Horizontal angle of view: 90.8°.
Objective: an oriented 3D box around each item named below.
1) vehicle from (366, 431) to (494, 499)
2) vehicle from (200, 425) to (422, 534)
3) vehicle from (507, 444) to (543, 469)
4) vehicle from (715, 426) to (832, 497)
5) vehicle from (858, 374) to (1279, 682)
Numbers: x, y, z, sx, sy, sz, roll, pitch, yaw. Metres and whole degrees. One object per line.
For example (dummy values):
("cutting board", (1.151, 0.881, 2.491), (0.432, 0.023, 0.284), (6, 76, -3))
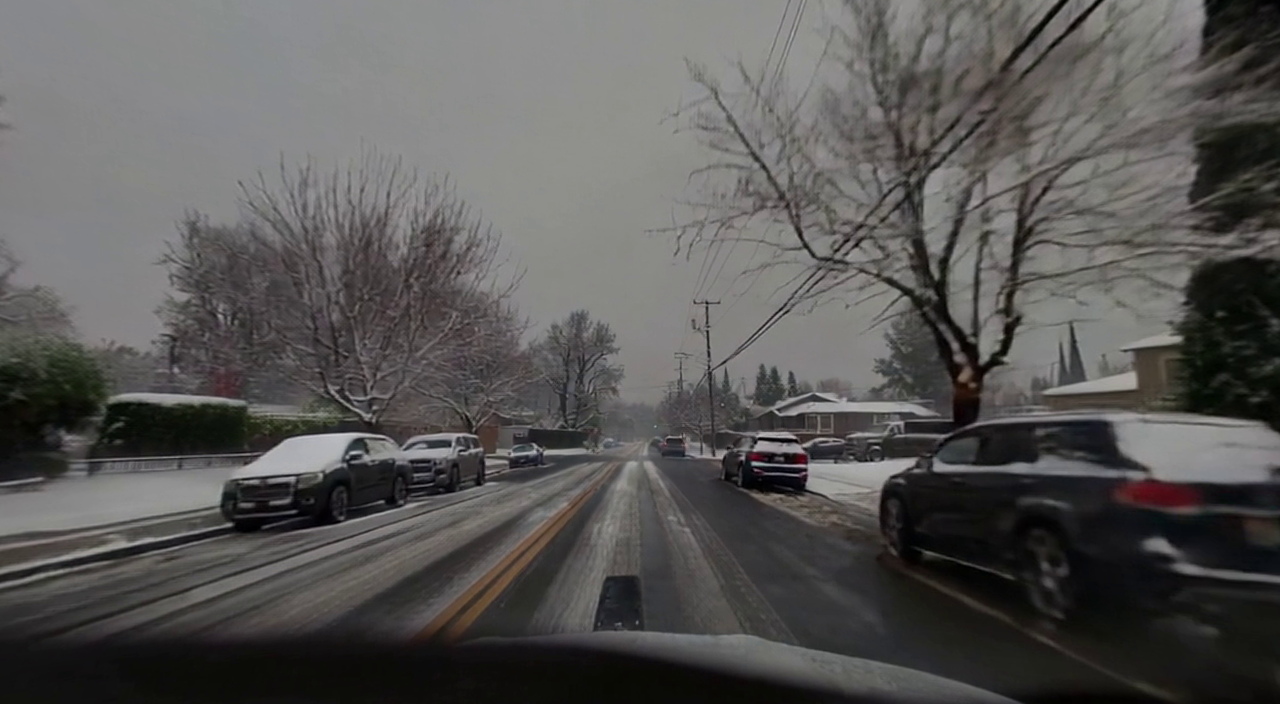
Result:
("vehicle", (-6.261, 3.450, 19.683), (2.158, 1.817, 5.230), (0, -9, 0))
("vehicle", (-6.283, 2.474, 12.887), (2.031, 1.799, 4.587), (0, -9, 0))
("vehicle", (-7.105, 6.501, 39.393), (1.997, 1.456, 4.319), (1, -9, -8))
("vehicle", (3.676, 3.171, 18.637), (2.178, 1.757, 5.495), (0, -9, -1))
("vehicle", (3.743, 1.309, 5.763), (1.889, 1.736, 4.185), (0, -9, -2))
